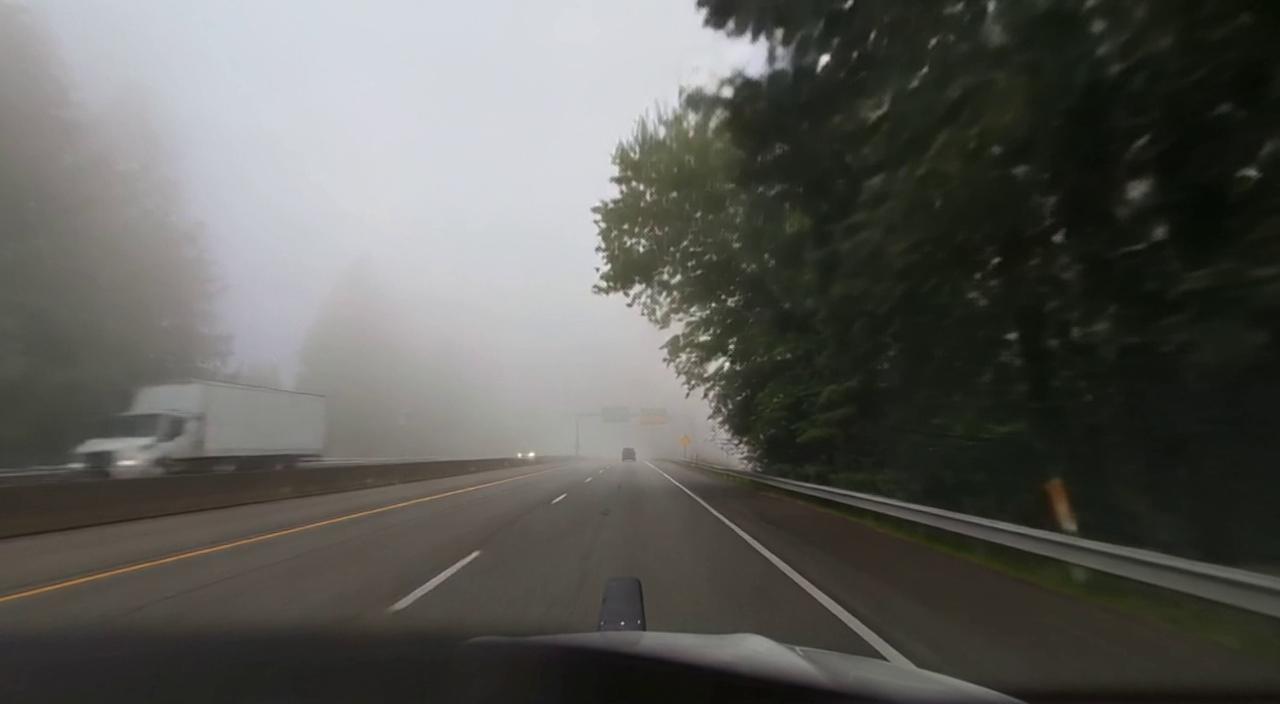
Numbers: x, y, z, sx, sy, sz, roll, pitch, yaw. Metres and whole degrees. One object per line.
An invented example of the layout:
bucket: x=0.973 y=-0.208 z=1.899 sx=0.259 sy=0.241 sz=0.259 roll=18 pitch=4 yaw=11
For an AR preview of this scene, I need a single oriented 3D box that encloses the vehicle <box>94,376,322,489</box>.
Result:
vehicle: x=-16.508 y=3.320 z=25.210 sx=3.181 sy=3.724 sz=8.274 roll=0 pitch=-9 yaw=0
